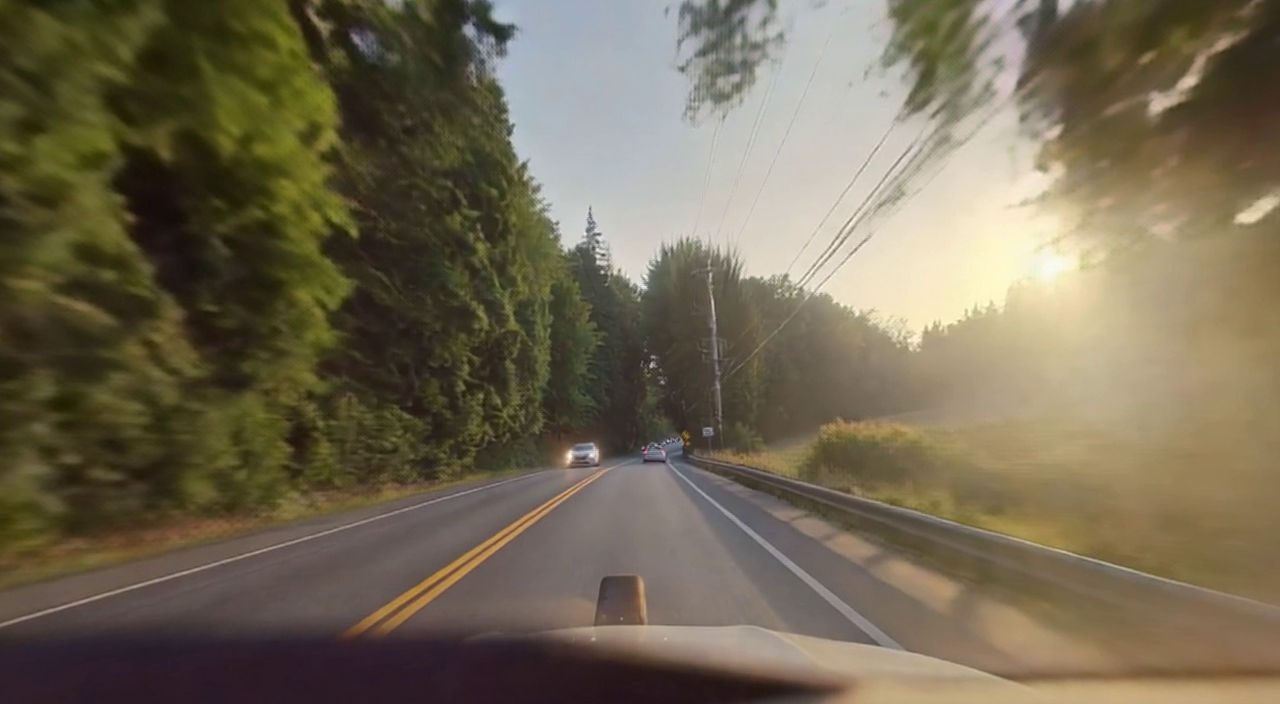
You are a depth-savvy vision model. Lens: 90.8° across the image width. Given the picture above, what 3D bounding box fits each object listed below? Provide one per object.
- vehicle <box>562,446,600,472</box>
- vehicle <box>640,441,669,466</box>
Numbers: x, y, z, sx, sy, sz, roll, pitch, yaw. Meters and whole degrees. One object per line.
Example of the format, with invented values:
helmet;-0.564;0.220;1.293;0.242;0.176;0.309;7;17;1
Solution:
vehicle;-3.589;6.537;38.827;1.894;1.537;3.642;0;-9;1
vehicle;1.091;7.632;47.401;2.083;1.767;4.448;0;-9;1
